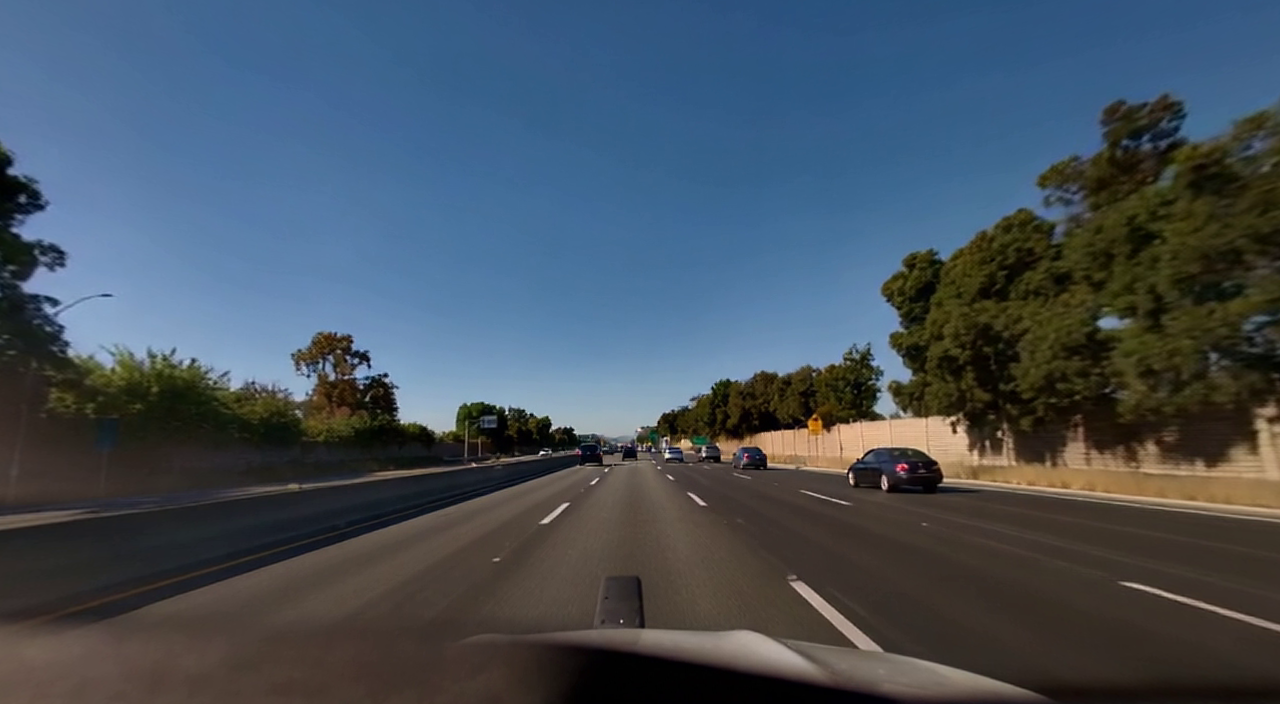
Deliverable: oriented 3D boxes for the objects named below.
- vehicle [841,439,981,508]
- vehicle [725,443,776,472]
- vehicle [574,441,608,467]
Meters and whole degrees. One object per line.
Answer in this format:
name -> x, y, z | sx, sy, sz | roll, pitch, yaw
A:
vehicle -> 6.621, 2.973, 15.942 | 1.838, 1.518, 3.713 | 0, -8, 0
vehicle -> 6.323, 6.092, 36.715 | 1.987, 1.597, 4.463 | 0, -8, -2
vehicle -> -3.537, 7.514, 46.655 | 2.230, 1.827, 4.406 | 0, -8, -1
